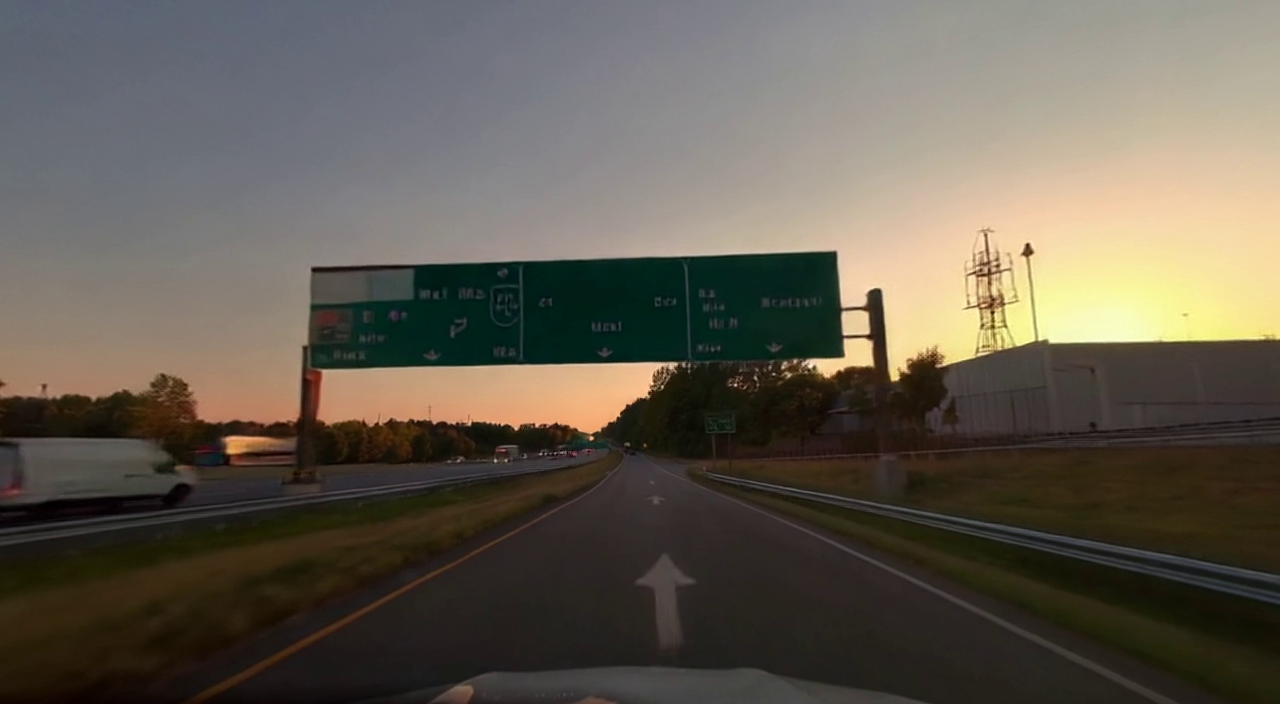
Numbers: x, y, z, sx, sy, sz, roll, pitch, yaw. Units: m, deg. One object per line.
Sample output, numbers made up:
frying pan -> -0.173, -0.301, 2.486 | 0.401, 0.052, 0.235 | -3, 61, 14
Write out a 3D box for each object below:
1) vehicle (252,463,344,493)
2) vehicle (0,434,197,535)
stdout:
vehicle -> -19.623, 7.218, 36.496 | 2.230, 1.503, 4.692 | -2, -9, 8
vehicle -> -18.164, 4.008, 19.680 | 2.344, 2.702, 7.709 | -1, -9, 7
